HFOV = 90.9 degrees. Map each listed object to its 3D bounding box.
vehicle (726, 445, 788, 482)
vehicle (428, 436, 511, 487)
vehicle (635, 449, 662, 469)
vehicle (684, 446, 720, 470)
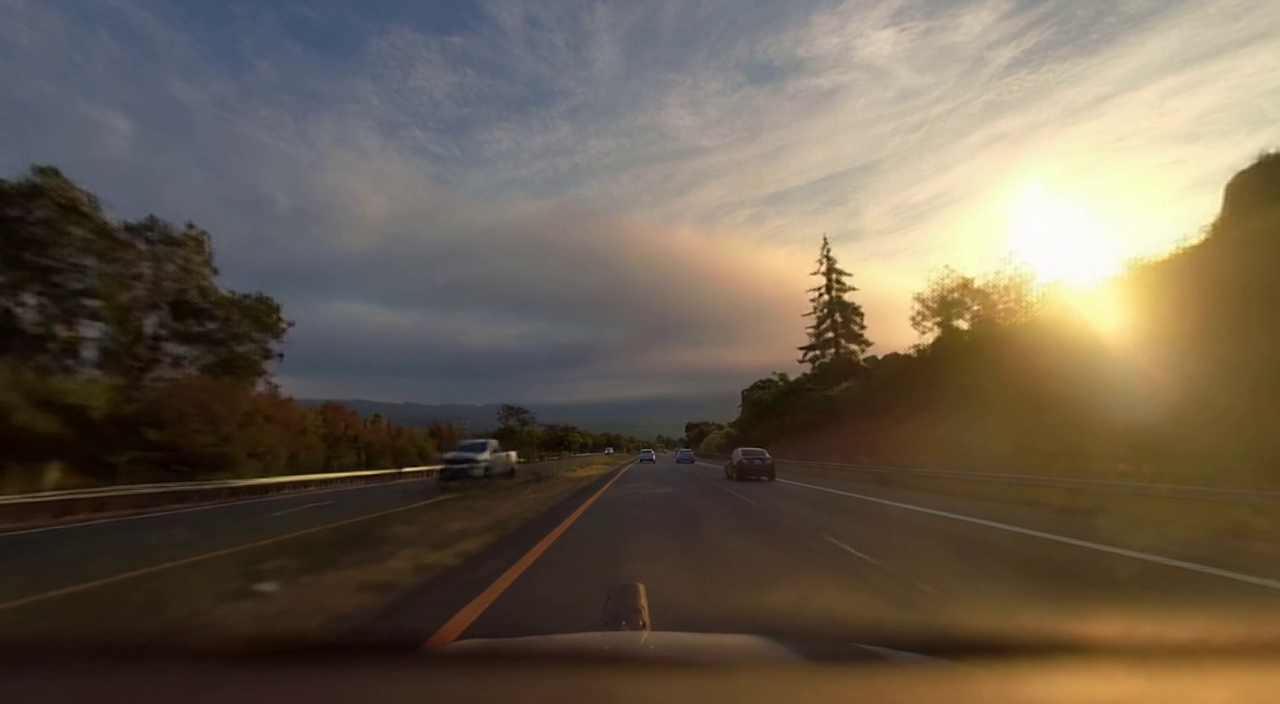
[{"bbox_3d":[5.100,4.908,27.921,1.964,1.513,3.707,0,-9,-1],"label":"vehicle"},{"bbox_3d":[-7.685,4.993,29.037,2.411,2.127,4.889,0,-9,1],"label":"vehicle"},{"bbox_3d":[0.613,8.188,48.197,1.991,1.459,3.769,0,-9,0],"label":"vehicle"},{"bbox_3d":[4.477,7.708,45.992,2.122,1.662,4.392,0,-9,0],"label":"vehicle"}]
